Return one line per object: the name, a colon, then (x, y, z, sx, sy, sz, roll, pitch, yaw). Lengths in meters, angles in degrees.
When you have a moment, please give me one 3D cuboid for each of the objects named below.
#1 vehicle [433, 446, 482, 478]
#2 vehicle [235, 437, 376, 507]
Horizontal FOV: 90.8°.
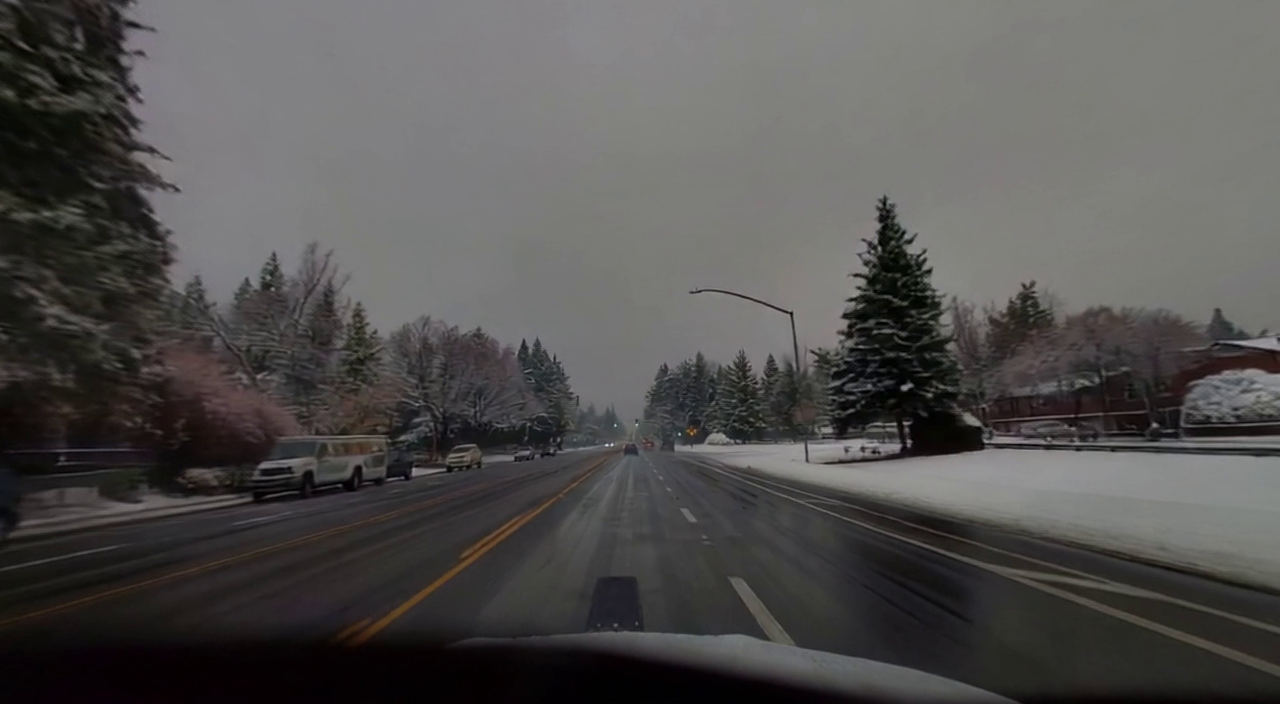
vehicle: (-12.412, 7.514, 43.293, 2.107, 1.950, 4.529, -2, -9, 0)
vehicle: (-12.334, 4.439, 23.905, 2.630, 2.286, 5.309, -1, -9, -3)
